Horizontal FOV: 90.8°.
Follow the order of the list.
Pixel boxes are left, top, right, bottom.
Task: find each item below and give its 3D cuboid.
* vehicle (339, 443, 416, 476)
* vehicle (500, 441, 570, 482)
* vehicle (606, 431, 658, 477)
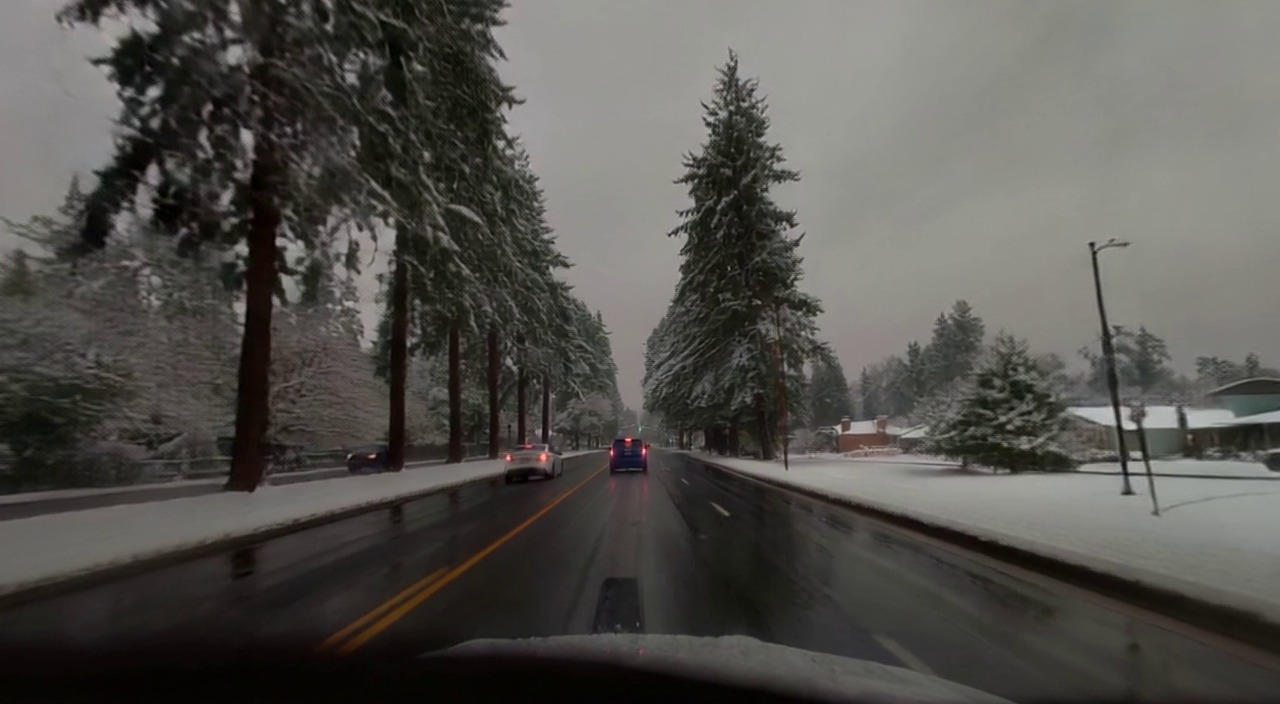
[{"bbox_3d":[-16.394,6.706,39.904,2.306,1.890,5.822,0,-8,0],"label":"vehicle"},{"bbox_3d":[-3.965,4.179,24.462,1.917,1.448,4.178,0,-8,1],"label":"vehicle"},{"bbox_3d":[-0.343,4.261,26.553,2.018,1.769,3.897,0,-8,-1],"label":"vehicle"}]
